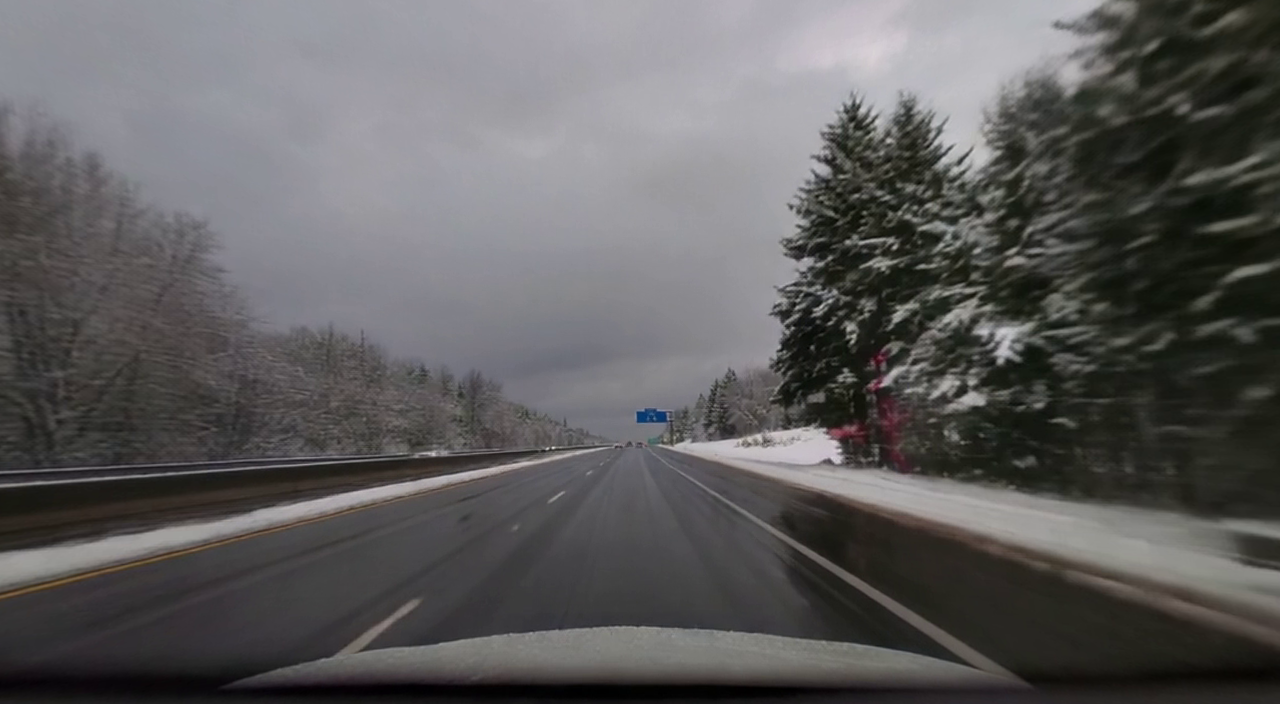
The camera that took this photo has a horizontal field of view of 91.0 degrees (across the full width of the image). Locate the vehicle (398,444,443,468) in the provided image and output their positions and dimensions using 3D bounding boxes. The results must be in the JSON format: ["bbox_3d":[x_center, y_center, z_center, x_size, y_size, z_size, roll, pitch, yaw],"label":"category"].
[{"bbox_3d":[-16.331,7.759,46.990,1.892,1.661,4.143,0,-8,-1],"label":"vehicle"}]
